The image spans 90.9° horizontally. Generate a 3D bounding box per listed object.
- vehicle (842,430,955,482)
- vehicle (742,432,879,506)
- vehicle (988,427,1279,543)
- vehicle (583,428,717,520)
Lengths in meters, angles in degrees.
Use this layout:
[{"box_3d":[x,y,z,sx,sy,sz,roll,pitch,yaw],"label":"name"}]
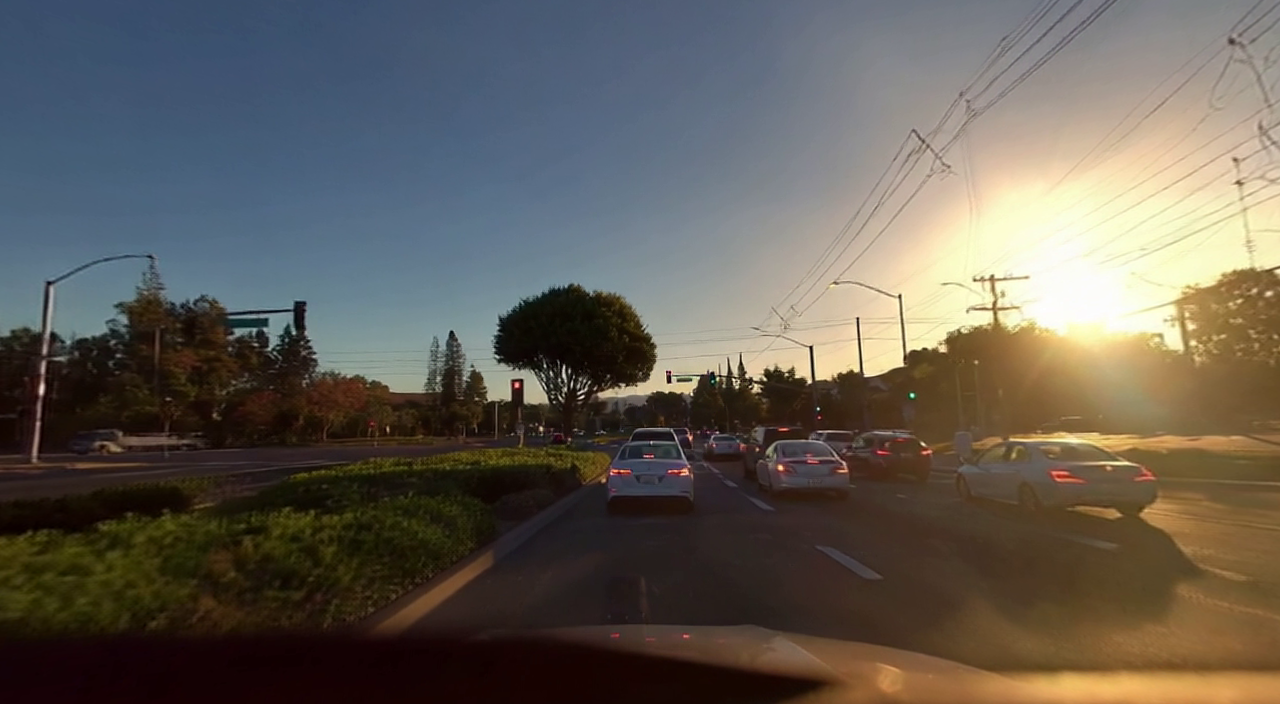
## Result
[{"box_3d":[8.608,3.509,21.516,1.966,1.536,4.666,0,-8,1],"label":"vehicle"},{"box_3d":[3.804,2.697,14.985,2.028,1.454,4.531,0,-8,1],"label":"vehicle"},{"box_3d":[7.945,2.063,10.460,1.905,1.483,4.469,-1,-8,2],"label":"vehicle"},{"box_3d":[0.184,2.351,12.703,2.208,1.498,4.401,0,-8,1],"label":"vehicle"}]
